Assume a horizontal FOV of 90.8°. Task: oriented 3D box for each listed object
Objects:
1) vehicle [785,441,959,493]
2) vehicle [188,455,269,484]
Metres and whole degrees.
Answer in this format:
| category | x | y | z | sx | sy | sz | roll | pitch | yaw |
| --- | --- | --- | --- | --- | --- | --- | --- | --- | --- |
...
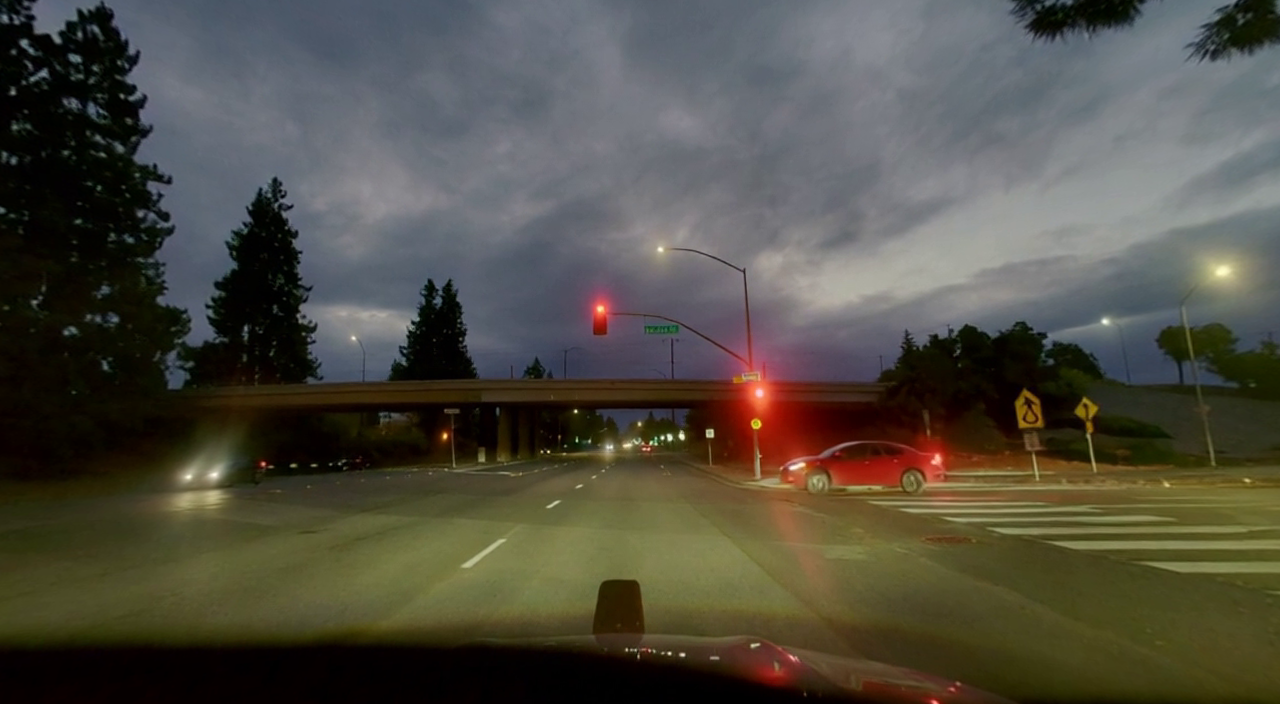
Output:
| category | x | y | z | sx | sy | sz | roll | pitch | yaw |
| --- | --- | --- | --- | --- | --- | --- | --- | --- | --- |
| vehicle | 7.065 | 3.508 | 19.476 | 4.691 | 1.466 | 1.800 | 1 | -9 | -8 |
| vehicle | -23.920 | 6.816 | 36.956 | 1.834 | 1.482 | 4.310 | 0 | -9 | 0 |
